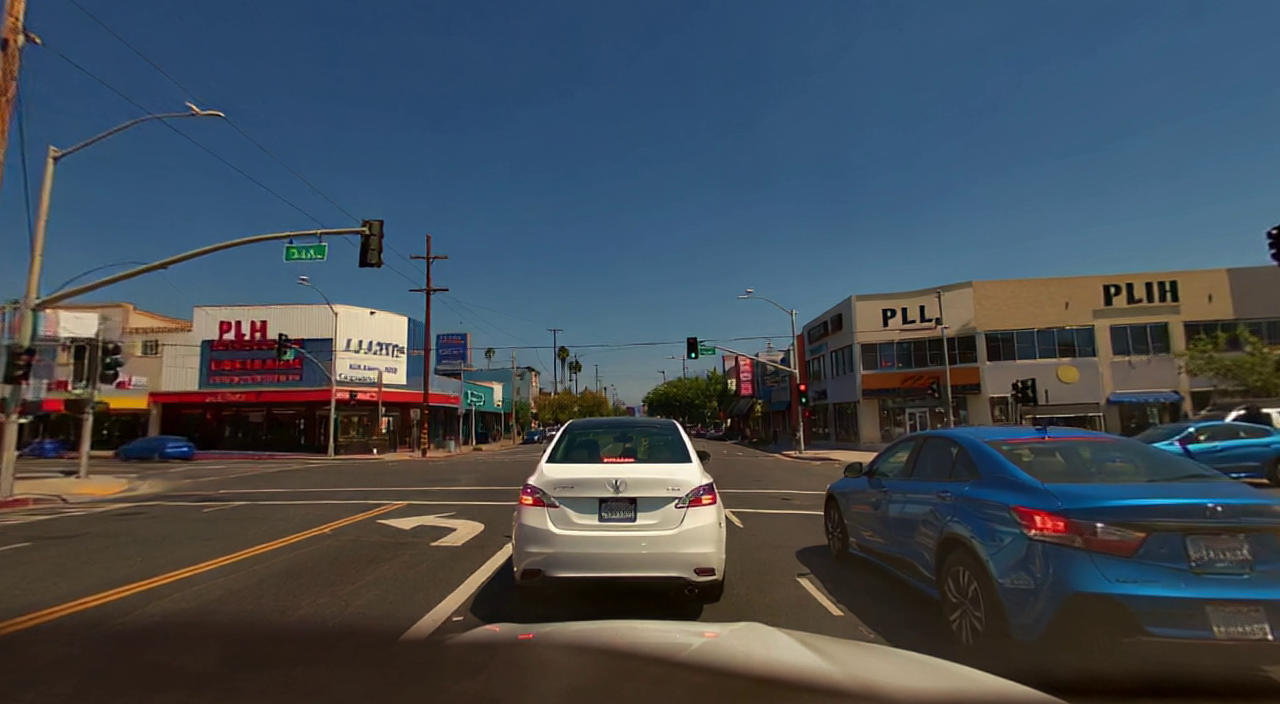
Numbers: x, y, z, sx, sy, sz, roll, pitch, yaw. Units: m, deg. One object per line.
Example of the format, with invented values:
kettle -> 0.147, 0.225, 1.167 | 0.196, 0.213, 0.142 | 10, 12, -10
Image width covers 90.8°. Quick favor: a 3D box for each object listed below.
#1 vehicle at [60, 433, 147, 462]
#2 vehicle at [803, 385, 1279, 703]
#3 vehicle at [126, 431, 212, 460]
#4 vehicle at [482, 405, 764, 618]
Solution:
vehicle -> -31.039, 5.524, 36.539 | 4.253, 1.570, 2.132 | -4, -9, 25
vehicle -> 3.037, 1.313, 5.447 | 1.983, 1.654, 4.354 | 0, -8, -1
vehicle -> -30.105, 5.984, 40.369 | 5.003, 1.799, 2.066 | -4, -9, 23
vehicle -> -0.134, 1.548, 7.186 | 2.123, 1.589, 4.702 | 0, -8, 0
